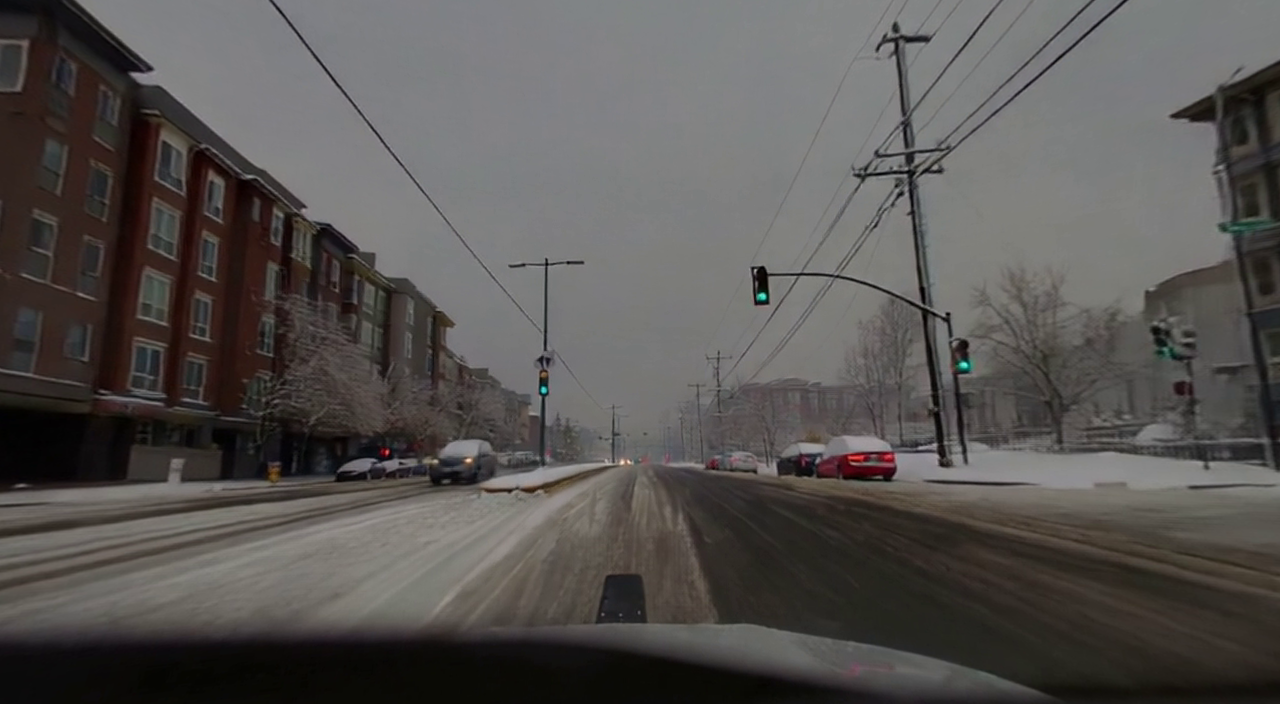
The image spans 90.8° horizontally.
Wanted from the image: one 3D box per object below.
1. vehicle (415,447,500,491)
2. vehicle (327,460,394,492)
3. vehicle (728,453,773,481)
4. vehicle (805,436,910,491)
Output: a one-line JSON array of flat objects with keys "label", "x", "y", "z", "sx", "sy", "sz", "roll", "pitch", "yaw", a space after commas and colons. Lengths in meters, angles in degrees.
[{"label": "vehicle", "x": -7.280, "y": 4.677, "z": 25.690, "sx": 2.180, "sy": 1.608, "sz": 4.321, "roll": 0, "pitch": -9, "yaw": -1}, {"label": "vehicle", "x": -14.785, "y": 6.547, "z": 33.648, "sx": 1.879, "sy": 1.507, "sz": 3.745, "roll": 0, "pitch": -9, "yaw": -1}, {"label": "vehicle", "x": 7.419, "y": 7.714, "z": 42.757, "sx": 2.143, "sy": 1.731, "sz": 4.781, "roll": 0, "pitch": -9, "yaw": 0}, {"label": "vehicle", "x": 7.483, "y": 3.884, "z": 22.313, "sx": 1.996, "sy": 1.704, "sz": 4.490, "roll": 0, "pitch": -9, "yaw": -1}]
